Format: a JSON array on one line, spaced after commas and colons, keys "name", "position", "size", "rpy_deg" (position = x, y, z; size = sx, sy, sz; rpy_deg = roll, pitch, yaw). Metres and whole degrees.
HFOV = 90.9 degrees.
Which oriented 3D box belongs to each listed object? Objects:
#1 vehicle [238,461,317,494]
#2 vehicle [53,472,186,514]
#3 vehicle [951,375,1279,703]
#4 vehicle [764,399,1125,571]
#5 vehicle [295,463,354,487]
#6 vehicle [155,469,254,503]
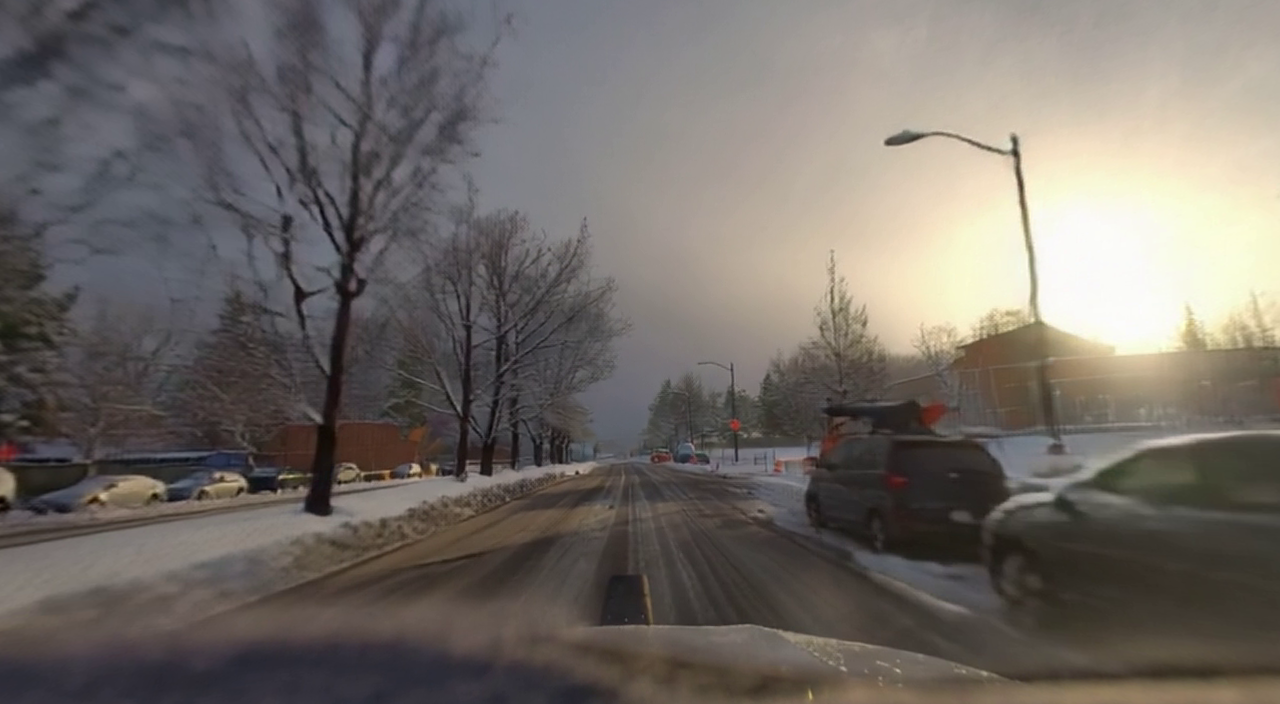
[{"name": "vehicle", "position": [-21.667, 7.509, 37.956], "size": [1.941, 1.743, 5.264], "rpy_deg": [0, -9, -4]}, {"name": "vehicle", "position": [-21.529, 5.820, 26.350], "size": [1.834, 1.441, 4.416], "rpy_deg": [0, -9, -2]}, {"name": "vehicle", "position": [4.078, 1.129, 4.051], "size": [1.916, 1.701, 4.358], "rpy_deg": [0, -9, 0]}, {"name": "vehicle", "position": [4.225, 2.098, 10.847], "size": [2.660, 1.980, 6.934], "rpy_deg": [0, -9, -1]}, {"name": "vehicle", "position": [-22.014, 8.586, 44.220], "size": [1.863, 1.470, 4.526], "rpy_deg": [0, -9, -1]}, {"name": "vehicle", "position": [-21.591, 6.652, 31.489], "size": [1.746, 1.447, 4.448], "rpy_deg": [0, -9, 0]}]
